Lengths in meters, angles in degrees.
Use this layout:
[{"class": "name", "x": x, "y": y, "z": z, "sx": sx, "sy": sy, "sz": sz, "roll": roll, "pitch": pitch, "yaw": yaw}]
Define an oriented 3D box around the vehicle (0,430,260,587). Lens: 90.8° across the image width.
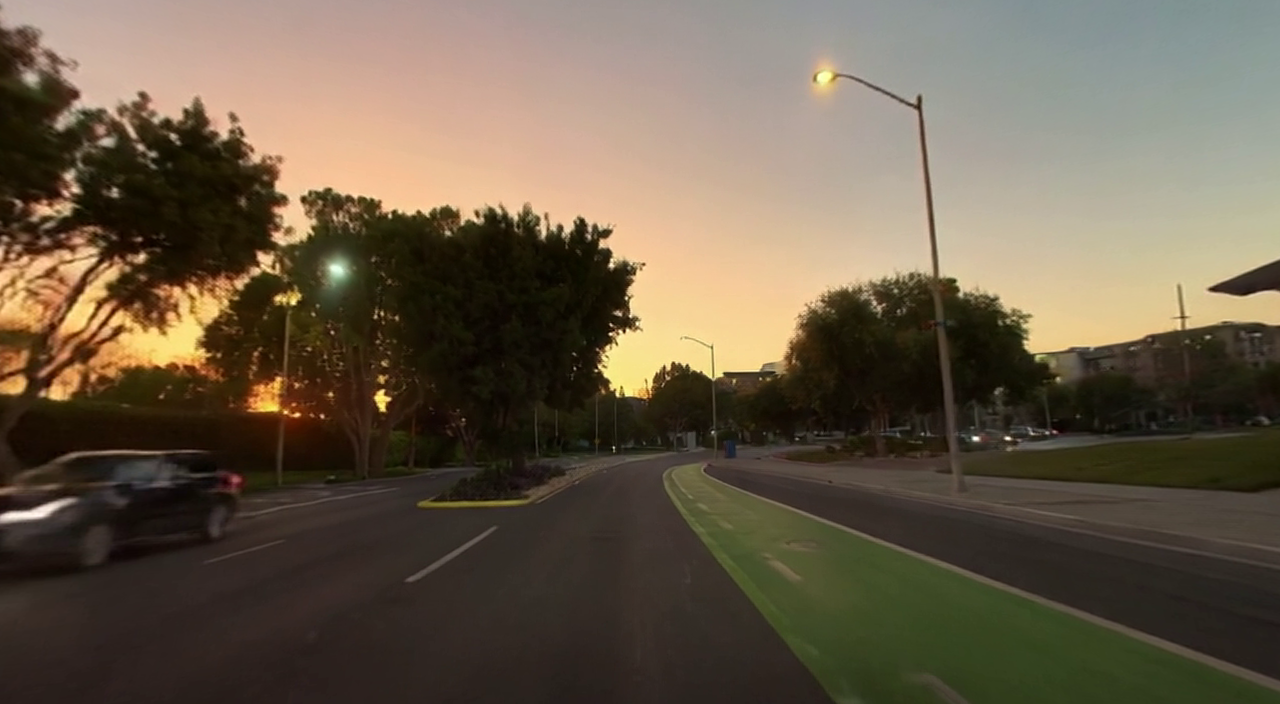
[{"class": "vehicle", "x": -8.156, "y": 2.122, "z": 9.465, "sx": 2.065, "sy": 1.744, "sz": 4.566, "roll": 0, "pitch": -9, "yaw": 0}]
